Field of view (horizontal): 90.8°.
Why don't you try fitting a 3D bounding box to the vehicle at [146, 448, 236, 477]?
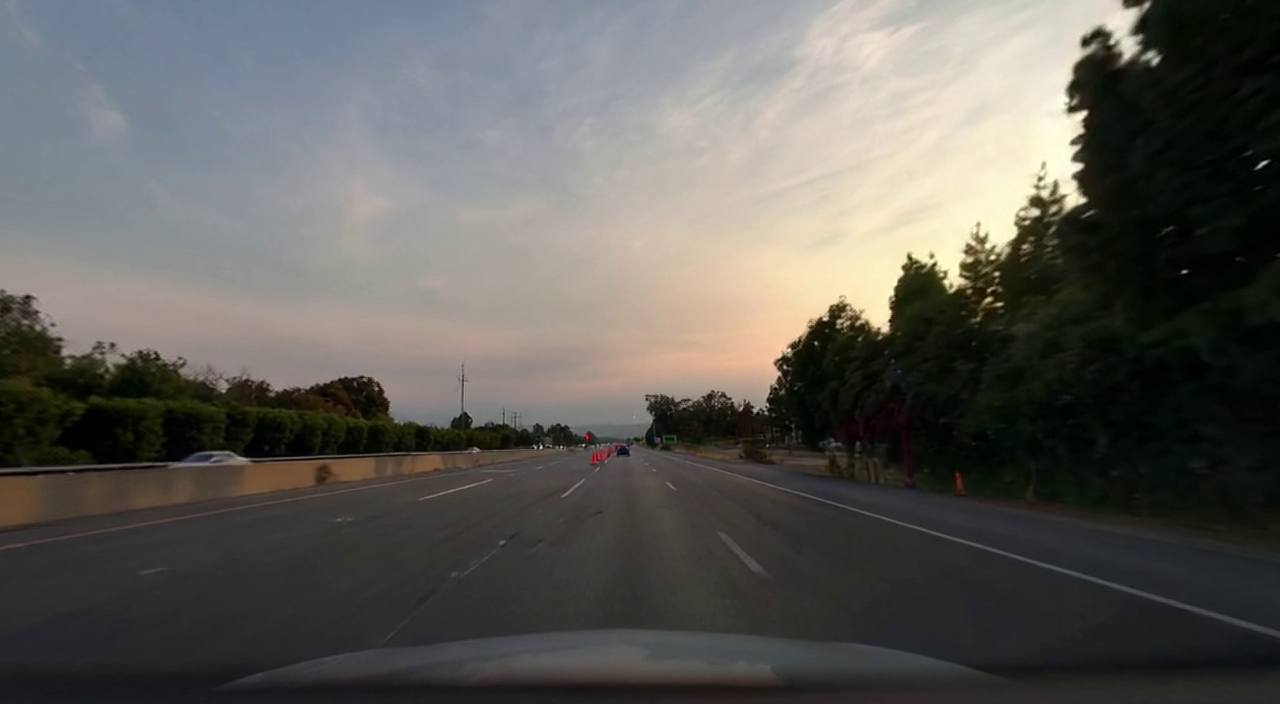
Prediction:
[{"bbox_3d":[-24.208,5.959,34.272,1.769,1.463,4.314,0,-9,-2],"label":"vehicle"}]
